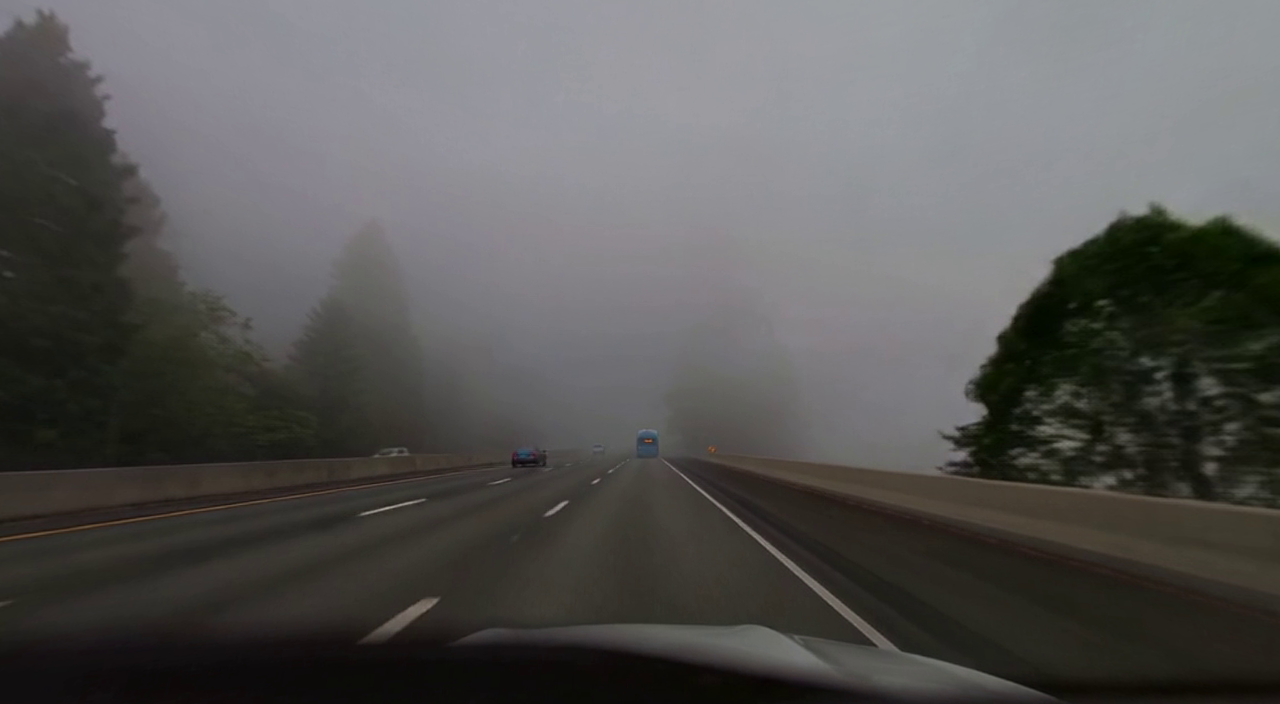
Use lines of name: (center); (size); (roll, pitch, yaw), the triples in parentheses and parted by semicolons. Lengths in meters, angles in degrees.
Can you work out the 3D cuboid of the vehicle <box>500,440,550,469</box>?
vehicle: (-6.961, 6.243, 38.633); (2.080, 1.674, 4.660); (0, -8, 1)
